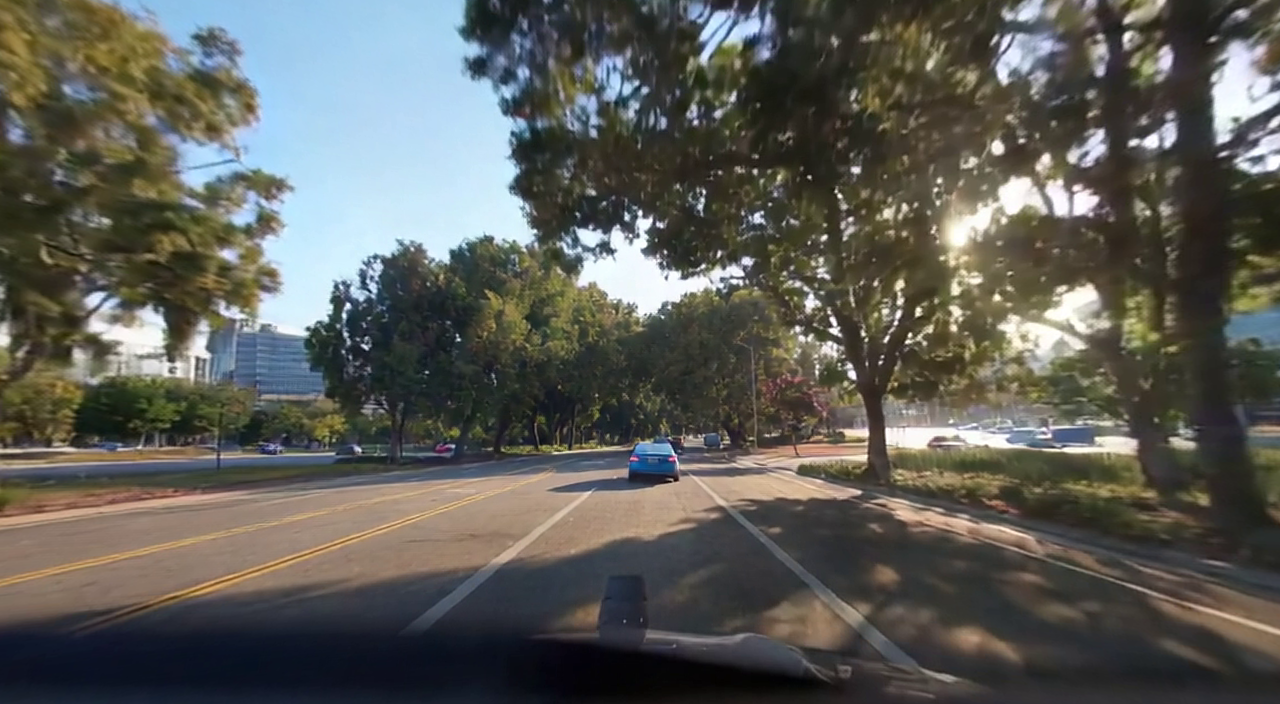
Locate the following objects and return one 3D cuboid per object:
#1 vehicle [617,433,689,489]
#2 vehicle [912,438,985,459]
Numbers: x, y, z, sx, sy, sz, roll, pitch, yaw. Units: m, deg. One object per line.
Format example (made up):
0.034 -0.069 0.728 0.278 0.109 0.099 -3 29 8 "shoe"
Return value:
0.374 3.339 19.638 2.010 1.535 3.735 -1 -8 0 "vehicle"
22.540 7.034 46.137 4.305 1.457 1.885 -1 -8 5 "vehicle"
